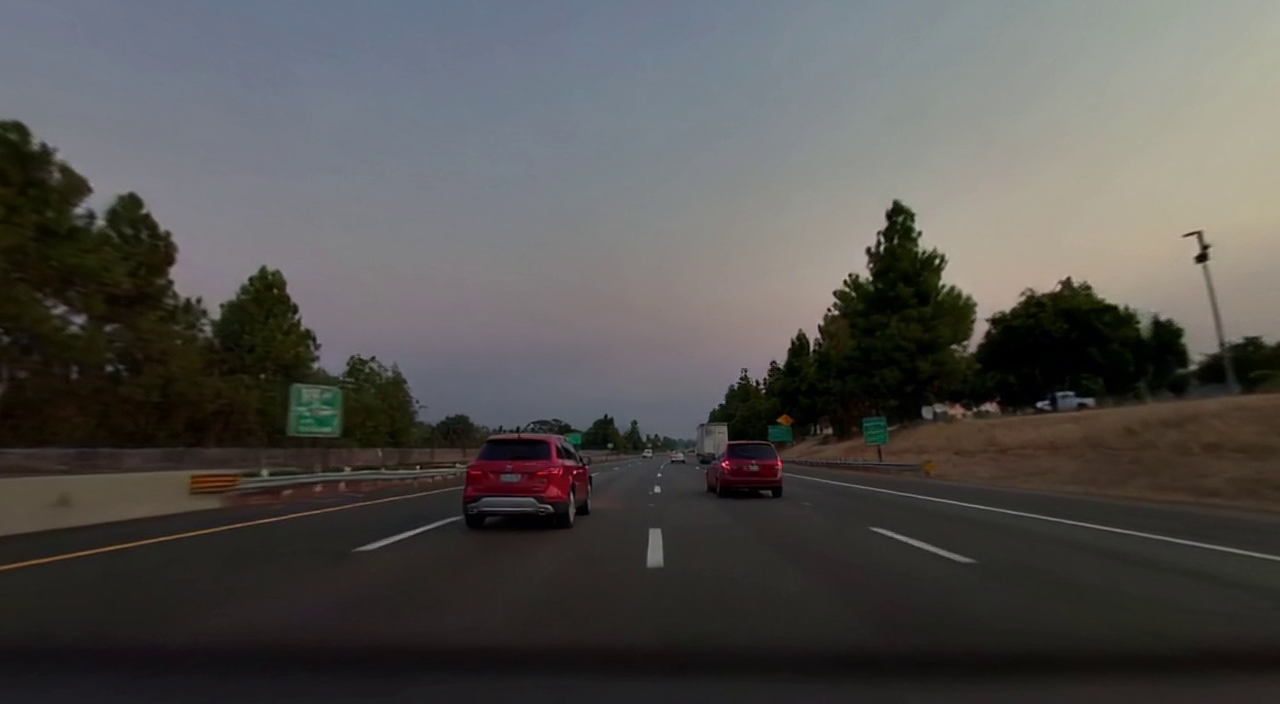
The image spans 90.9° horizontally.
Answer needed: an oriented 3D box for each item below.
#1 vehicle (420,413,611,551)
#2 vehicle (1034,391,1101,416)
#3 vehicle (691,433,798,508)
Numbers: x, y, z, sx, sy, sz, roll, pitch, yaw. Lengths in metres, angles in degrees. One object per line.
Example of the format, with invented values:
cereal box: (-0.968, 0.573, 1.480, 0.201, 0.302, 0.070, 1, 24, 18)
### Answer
vehicle: (-1.768, 2.093, 10.750, 2.139, 1.804, 4.611, -1, -9, 2)
vehicle: (33.202, 4.053, 49.095, 2.025, 1.658, 4.676, -3, -7, 3)
vehicle: (2.567, 3.050, 16.660, 2.087, 1.682, 4.388, 0, -9, 1)
